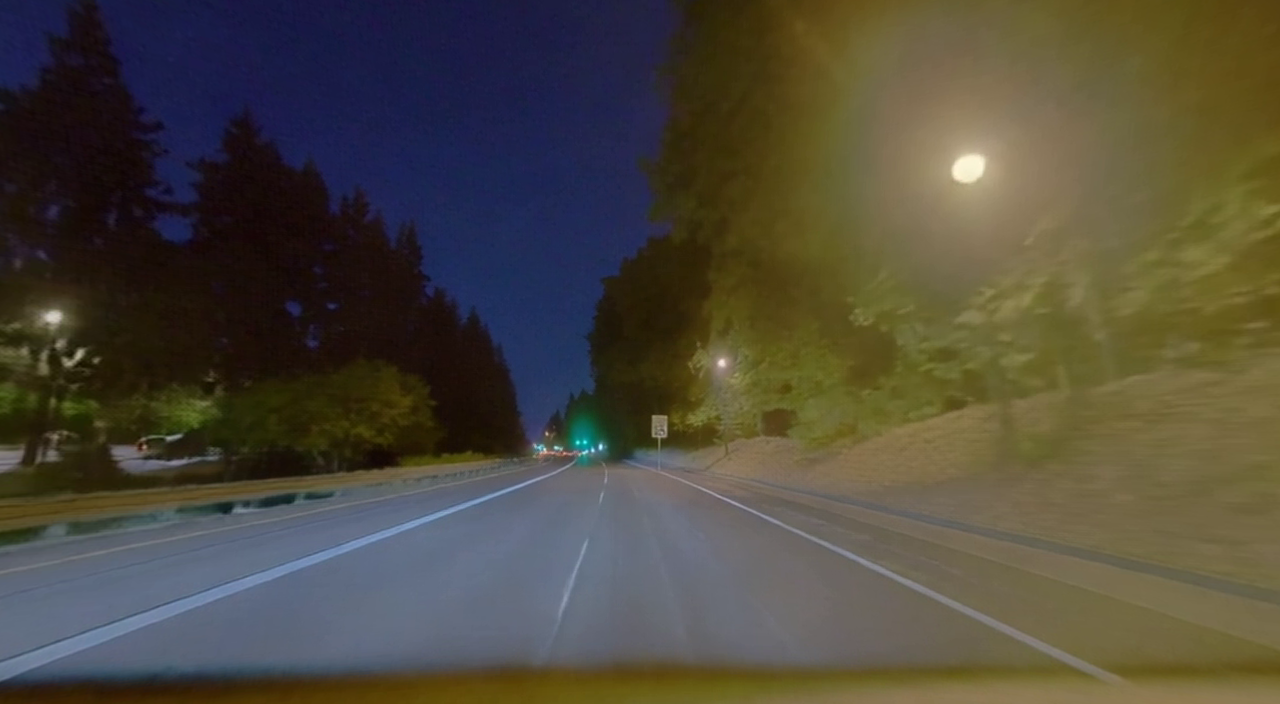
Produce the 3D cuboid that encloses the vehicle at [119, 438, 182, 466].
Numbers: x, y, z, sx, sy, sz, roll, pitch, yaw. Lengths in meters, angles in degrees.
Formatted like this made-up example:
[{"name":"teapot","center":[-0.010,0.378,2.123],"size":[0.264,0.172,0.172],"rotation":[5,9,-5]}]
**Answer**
[{"name":"vehicle","center":[-28.326,5.803,36.220],"size":[3.733,1.499,1.704],"rotation":[-7,-11,34]}]
